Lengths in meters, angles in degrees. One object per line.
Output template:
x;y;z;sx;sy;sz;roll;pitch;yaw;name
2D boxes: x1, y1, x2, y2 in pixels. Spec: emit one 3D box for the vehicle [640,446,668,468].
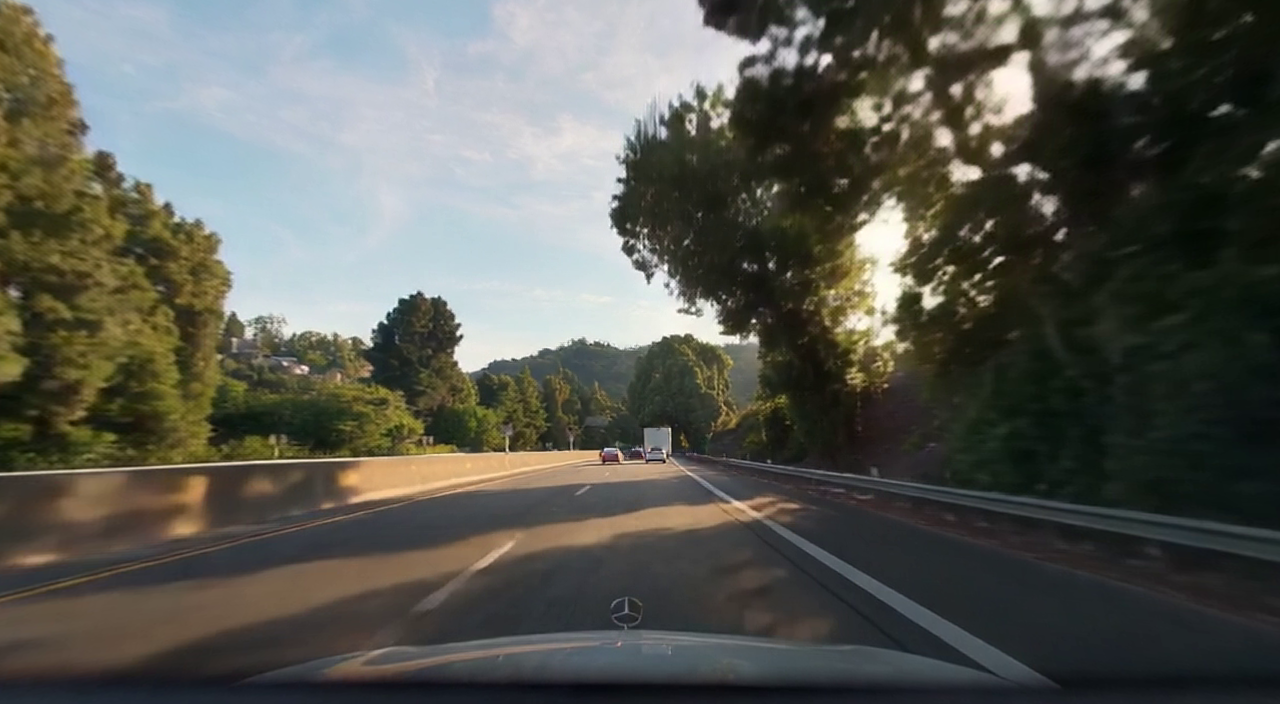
0.997;7.528;45.287;1.934;1.488;3.832;0;-9;0;vehicle
